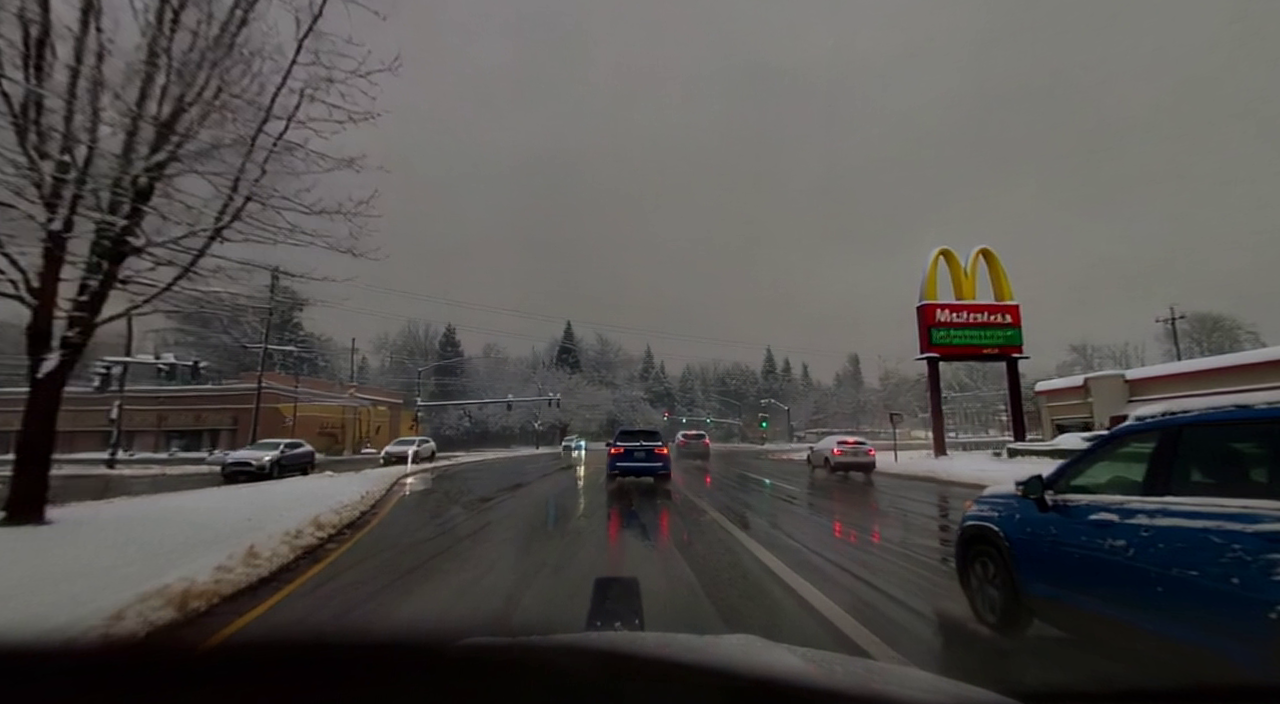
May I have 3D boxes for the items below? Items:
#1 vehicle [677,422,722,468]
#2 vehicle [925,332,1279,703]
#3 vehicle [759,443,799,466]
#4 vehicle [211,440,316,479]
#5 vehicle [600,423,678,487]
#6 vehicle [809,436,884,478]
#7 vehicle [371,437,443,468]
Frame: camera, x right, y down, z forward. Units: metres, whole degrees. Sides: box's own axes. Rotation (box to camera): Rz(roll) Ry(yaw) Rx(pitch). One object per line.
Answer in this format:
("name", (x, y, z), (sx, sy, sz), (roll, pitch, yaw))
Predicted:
("vehicle", (3.583, 5.709, 39.100), (2.239, 2.586, 4.586), (1, -8, -1))
("vehicle", (3.367, 0.874, 2.835), (2.076, 1.716, 4.416), (0, -9, 0))
("vehicle", (9.692, 7.138, 44.308), (1.879, 1.517, 4.006), (0, -9, 0))
("vehicle", (-18.752, 5.356, 31.814), (2.050, 1.797, 4.945), (0, -9, 2))
("vehicle", (-0.077, 3.487, 21.627), (2.402, 1.938, 4.535), (0, -9, -1))
("vehicle", (9.414, 4.822, 29.160), (1.977, 1.786, 4.344), (0, -8, 0))
("vehicle", (-14.528, 6.284, 39.678), (2.311, 1.849, 4.889), (-1, -9, 5))
